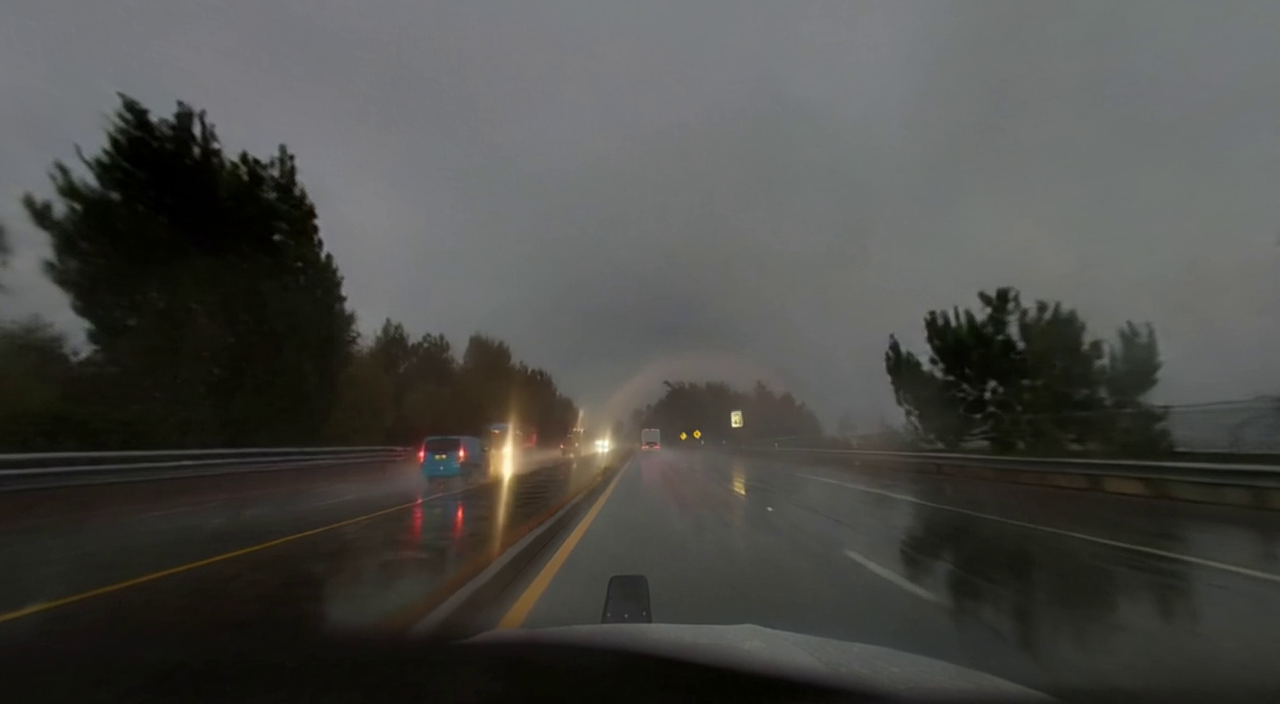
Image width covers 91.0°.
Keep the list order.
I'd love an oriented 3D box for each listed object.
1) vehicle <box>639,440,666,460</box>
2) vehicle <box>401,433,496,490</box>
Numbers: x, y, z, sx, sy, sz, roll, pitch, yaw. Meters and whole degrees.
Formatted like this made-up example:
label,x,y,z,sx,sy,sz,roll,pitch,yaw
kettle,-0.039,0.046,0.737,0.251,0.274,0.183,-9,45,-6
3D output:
label,x,y,z,sx,sy,sz,roll,pitch,yaw
vehicle,1.000,7.777,49.976,2.061,1.469,3.782,0,-8,1
vehicle,-6.992,4.021,23.547,2.068,1.897,4.372,0,-8,1
